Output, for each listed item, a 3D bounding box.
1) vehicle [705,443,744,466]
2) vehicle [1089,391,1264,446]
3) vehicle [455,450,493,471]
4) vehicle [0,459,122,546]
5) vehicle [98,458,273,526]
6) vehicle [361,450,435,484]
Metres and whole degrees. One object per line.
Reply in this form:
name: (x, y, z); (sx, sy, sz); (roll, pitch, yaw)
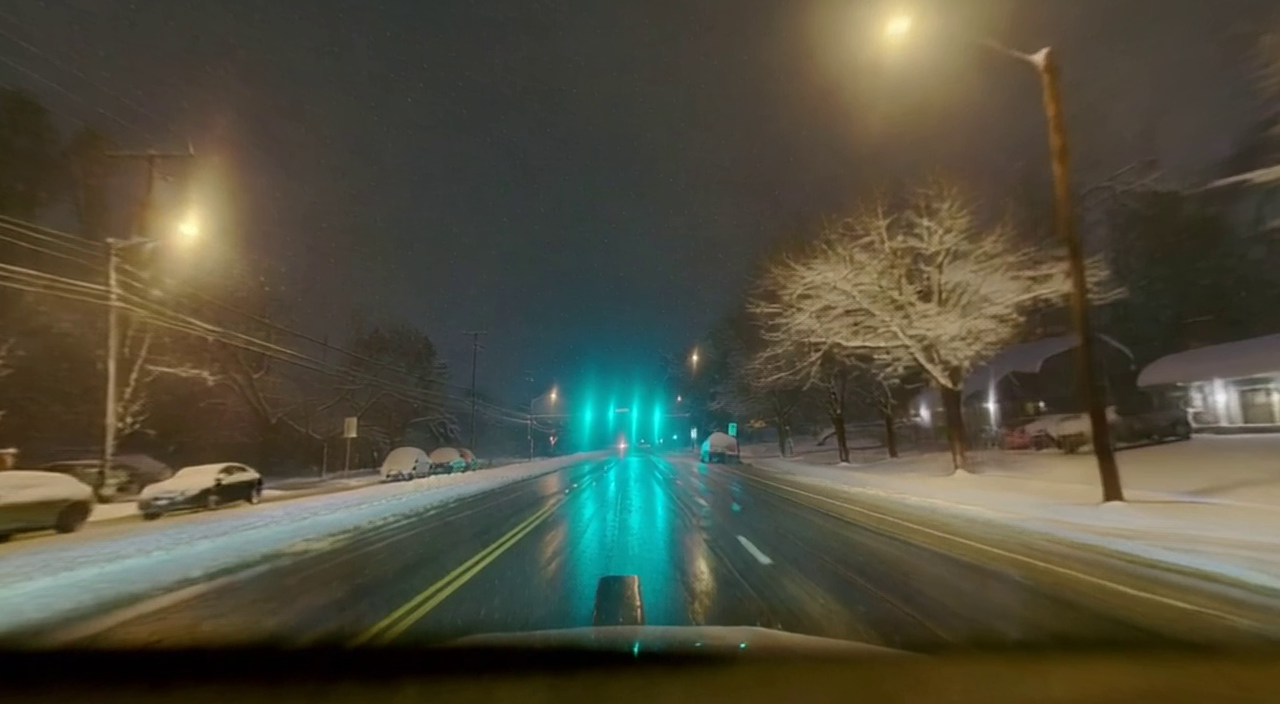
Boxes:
vehicle: (5.666, 6.928, 42.827); (1.875, 1.466, 4.355); (0, -8, -2)
vehicle: (17.400, 2.259, 20.667); (1.726, 1.620, 3.938); (6, -11, -37)
vehicle: (-12.724, 8.349, 48.755); (1.812, 1.454, 4.351); (0, -8, -1)
vehicle: (-12.679, 2.958, 12.261); (1.828, 1.510, 4.149); (-4, -8, -1)
vehicle: (-12.771, 3.909, 18.193); (1.909, 1.477, 4.345); (-3, -8, -1)
vehicle: (-12.713, 6.054, 33.582); (2.078, 1.618, 4.650); (0, -8, 0)
